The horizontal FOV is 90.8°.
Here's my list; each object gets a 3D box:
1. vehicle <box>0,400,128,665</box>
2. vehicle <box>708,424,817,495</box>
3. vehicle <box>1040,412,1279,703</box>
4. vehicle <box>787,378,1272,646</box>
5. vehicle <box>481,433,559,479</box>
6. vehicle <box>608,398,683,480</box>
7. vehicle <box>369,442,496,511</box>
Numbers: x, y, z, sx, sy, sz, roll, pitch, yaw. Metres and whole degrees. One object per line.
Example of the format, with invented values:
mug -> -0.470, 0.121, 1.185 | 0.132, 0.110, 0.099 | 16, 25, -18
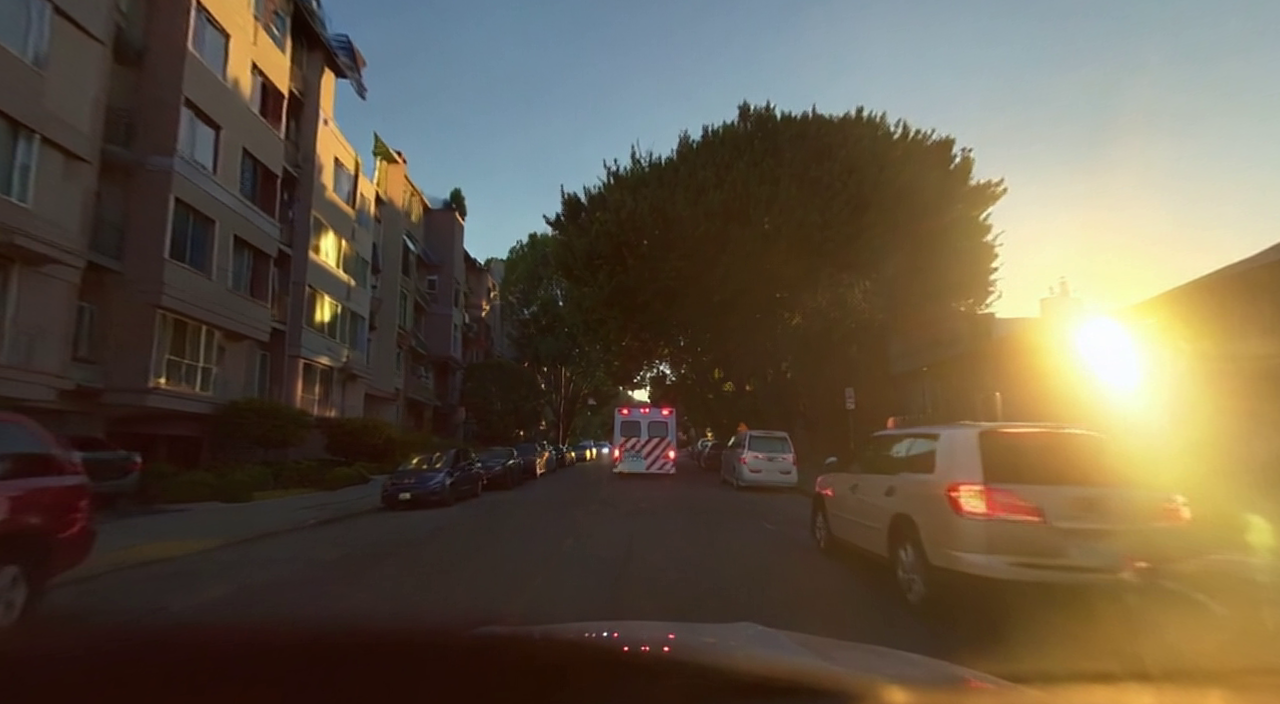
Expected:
vehicle -> -5.237, 1.030, 3.008 | 1.923, 1.755, 4.316 | 0, -8, 0
vehicle -> 3.540, 3.248, 19.495 | 2.232, 1.860, 5.593 | 0, -8, 0
vehicle -> 3.395, 0.868, 1.627 | 1.876, 1.491, 4.507 | 0, -8, 2
vehicle -> 3.306, 1.474, 6.974 | 2.152, 1.868, 4.976 | 0, -8, 0
vehicle -> -5.311, 4.691, 28.842 | 2.326, 1.774, 5.757 | -2, -8, 1
vehicle -> 0.164, 3.763, 27.269 | 2.754, 3.008, 7.730 | 0, -8, 0
vehicle -> -5.412, 3.254, 17.193 | 1.967, 1.492, 4.781 | -3, -8, -2
